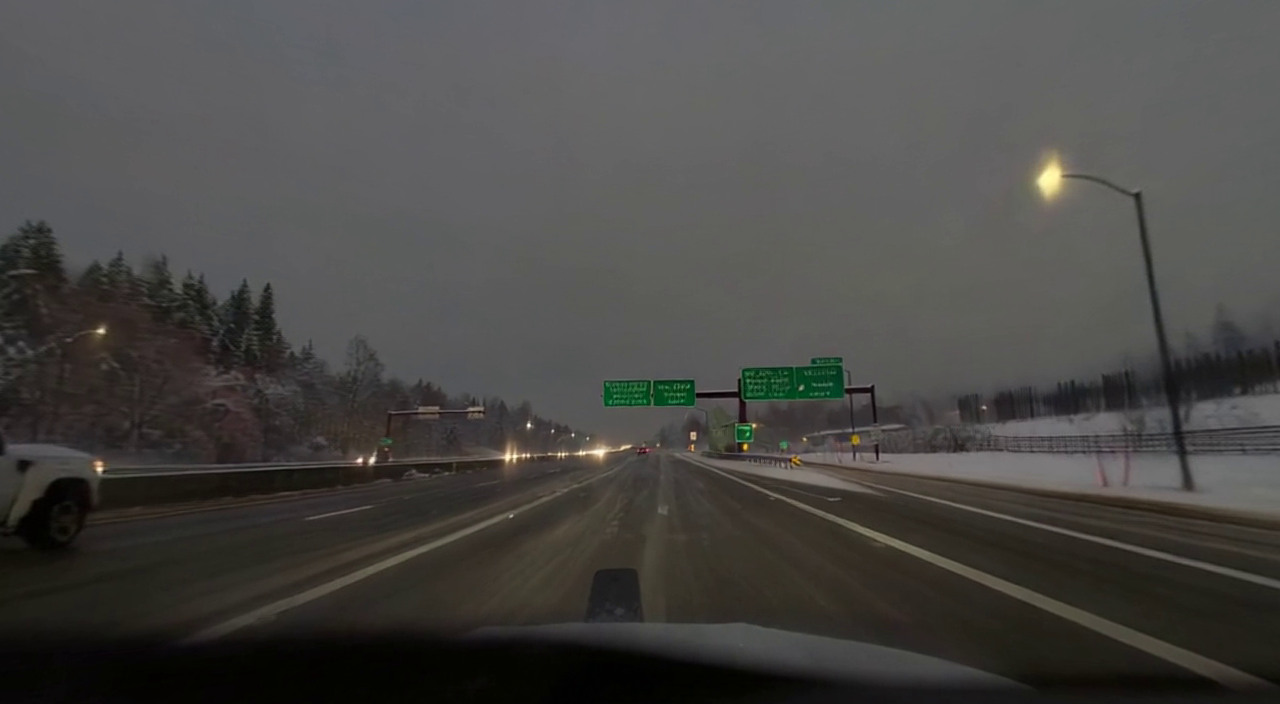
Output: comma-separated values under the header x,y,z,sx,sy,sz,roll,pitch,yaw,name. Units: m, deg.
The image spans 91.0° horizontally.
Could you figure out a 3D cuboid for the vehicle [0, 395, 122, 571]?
x,y,z,sx,sy,sz,roll,pitch,yaw,name
-8.067,1.261,5.757,2.272,1.869,4.945,0,-8,3,vehicle
